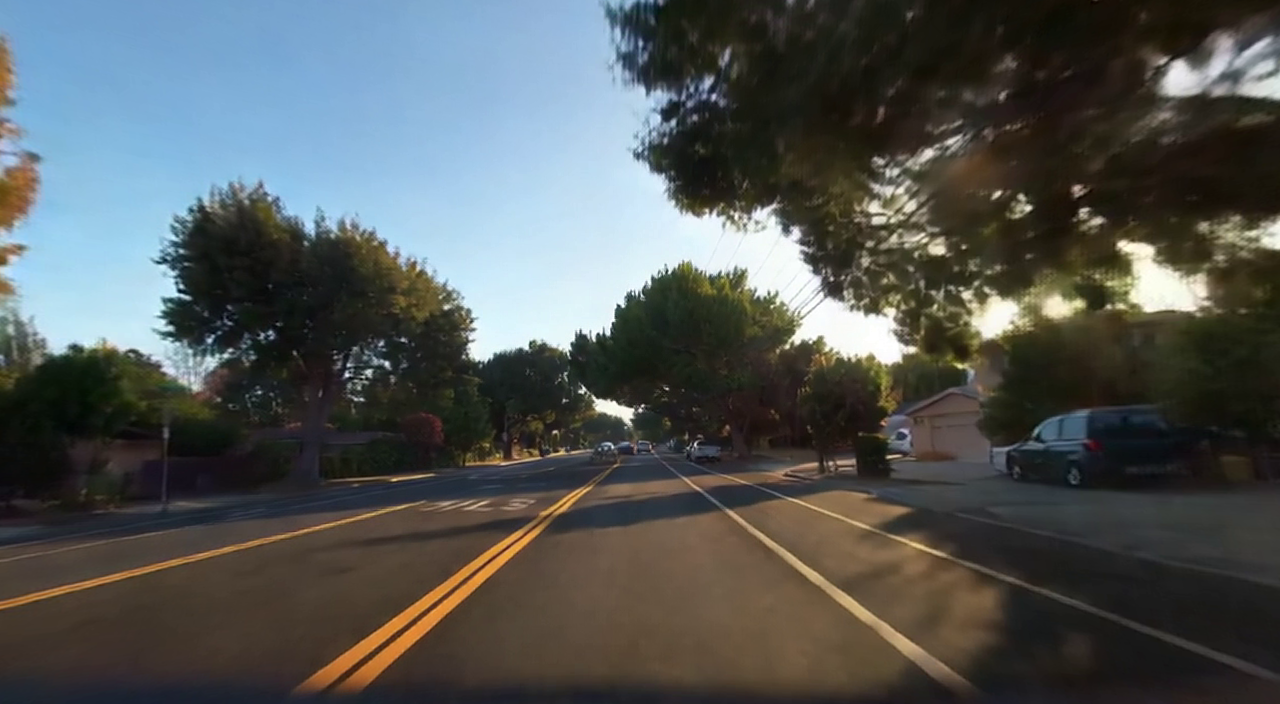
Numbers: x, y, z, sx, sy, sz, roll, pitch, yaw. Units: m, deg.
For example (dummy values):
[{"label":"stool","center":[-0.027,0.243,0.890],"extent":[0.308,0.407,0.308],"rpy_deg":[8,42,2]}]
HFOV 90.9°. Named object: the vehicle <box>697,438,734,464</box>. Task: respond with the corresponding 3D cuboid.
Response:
[{"label":"vehicle","center":[5.552,7.343,46.874],"extent":[2.160,1.800,4.646],"rpy_deg":[0,-8,-1]}]
